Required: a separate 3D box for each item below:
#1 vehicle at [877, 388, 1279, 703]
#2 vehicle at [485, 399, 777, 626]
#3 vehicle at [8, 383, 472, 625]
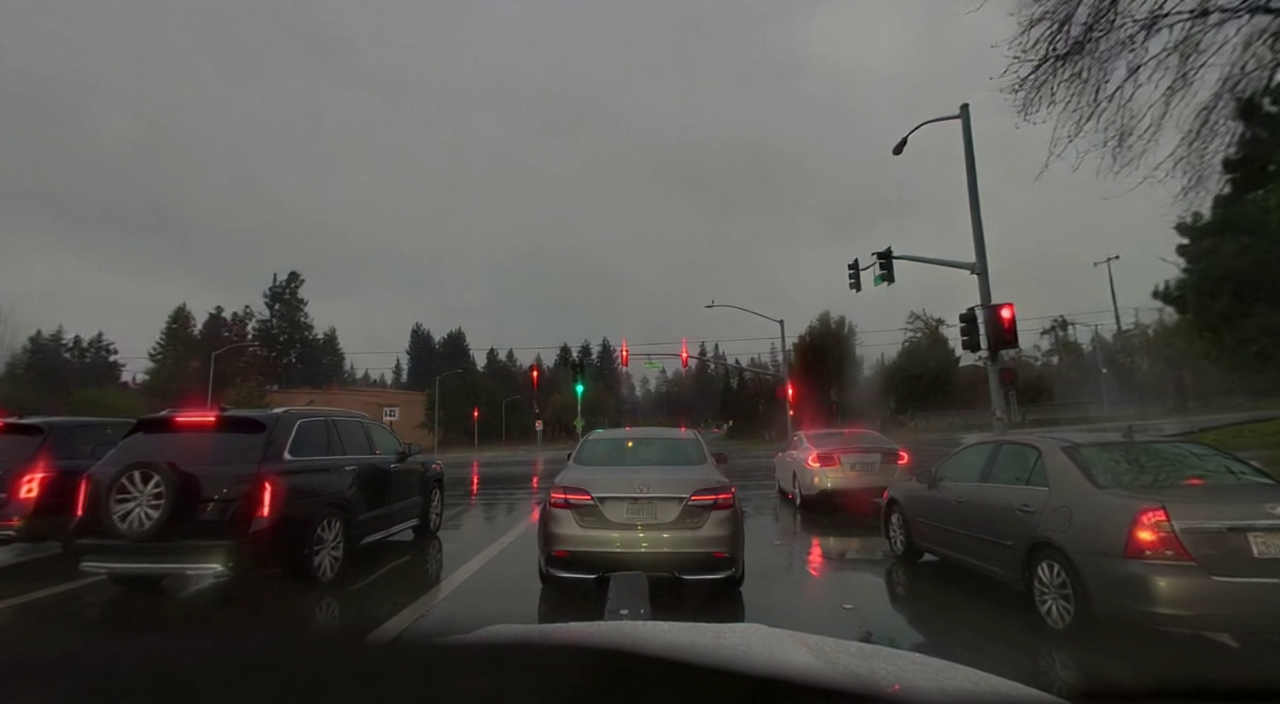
[{"bbox_3d":[3.596,1.204,4.603,2.010,1.486,4.498,0,-8,1],"label":"vehicle"},{"bbox_3d":[-0.042,1.395,6.306,2.047,1.579,3.642,0,-8,1],"label":"vehicle"},{"bbox_3d":[-3.548,1.428,6.858,2.014,1.755,4.360,0,-8,3],"label":"vehicle"}]
